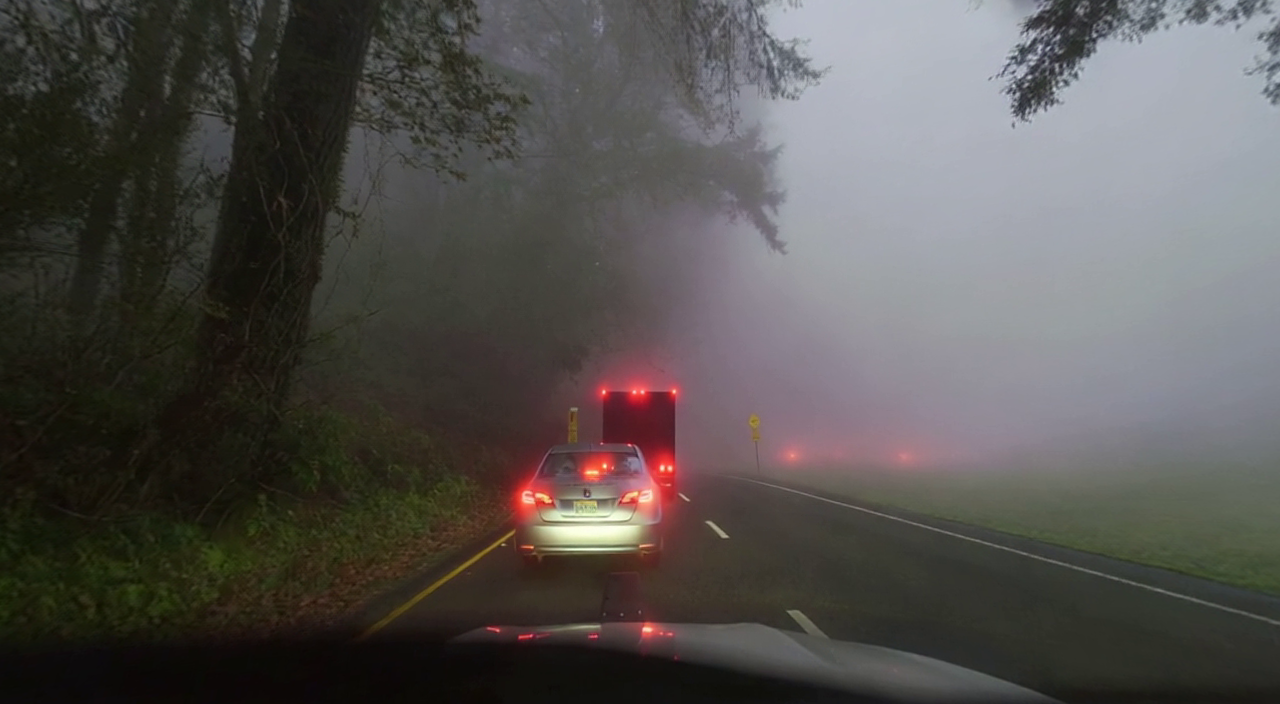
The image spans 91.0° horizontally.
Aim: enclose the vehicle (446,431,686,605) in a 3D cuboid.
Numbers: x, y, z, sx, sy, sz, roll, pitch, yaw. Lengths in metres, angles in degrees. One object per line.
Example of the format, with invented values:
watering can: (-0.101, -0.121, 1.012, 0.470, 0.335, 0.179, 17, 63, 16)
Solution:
vehicle: (-0.632, 1.754, 7.580, 2.076, 1.490, 4.078, 0, -9, 0)
